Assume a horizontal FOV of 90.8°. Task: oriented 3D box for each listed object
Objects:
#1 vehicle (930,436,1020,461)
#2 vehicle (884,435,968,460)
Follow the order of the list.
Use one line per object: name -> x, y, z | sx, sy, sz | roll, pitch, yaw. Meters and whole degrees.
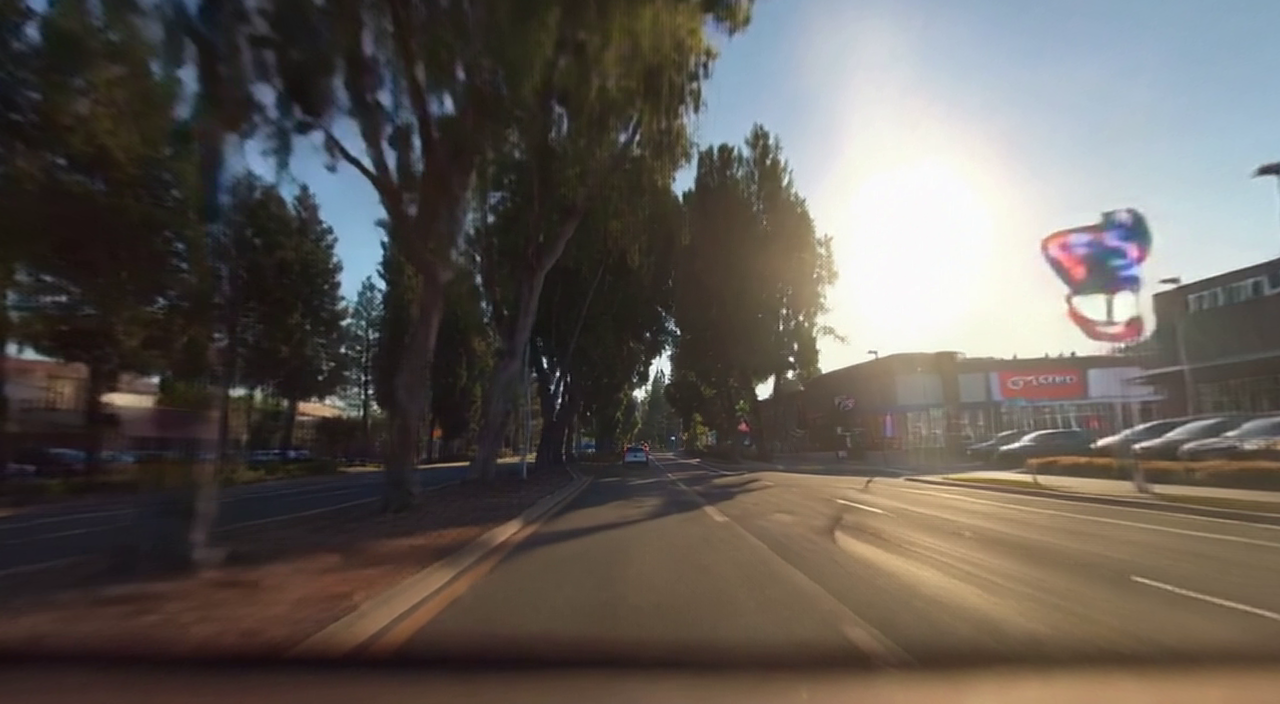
vehicle -> 20.656, 5.978, 39.060 | 4.396, 1.450, 1.956 | -1, -8, 4
vehicle -> 19.834, 6.652, 43.991 | 4.758, 1.677, 2.154 | 0, -8, 1
